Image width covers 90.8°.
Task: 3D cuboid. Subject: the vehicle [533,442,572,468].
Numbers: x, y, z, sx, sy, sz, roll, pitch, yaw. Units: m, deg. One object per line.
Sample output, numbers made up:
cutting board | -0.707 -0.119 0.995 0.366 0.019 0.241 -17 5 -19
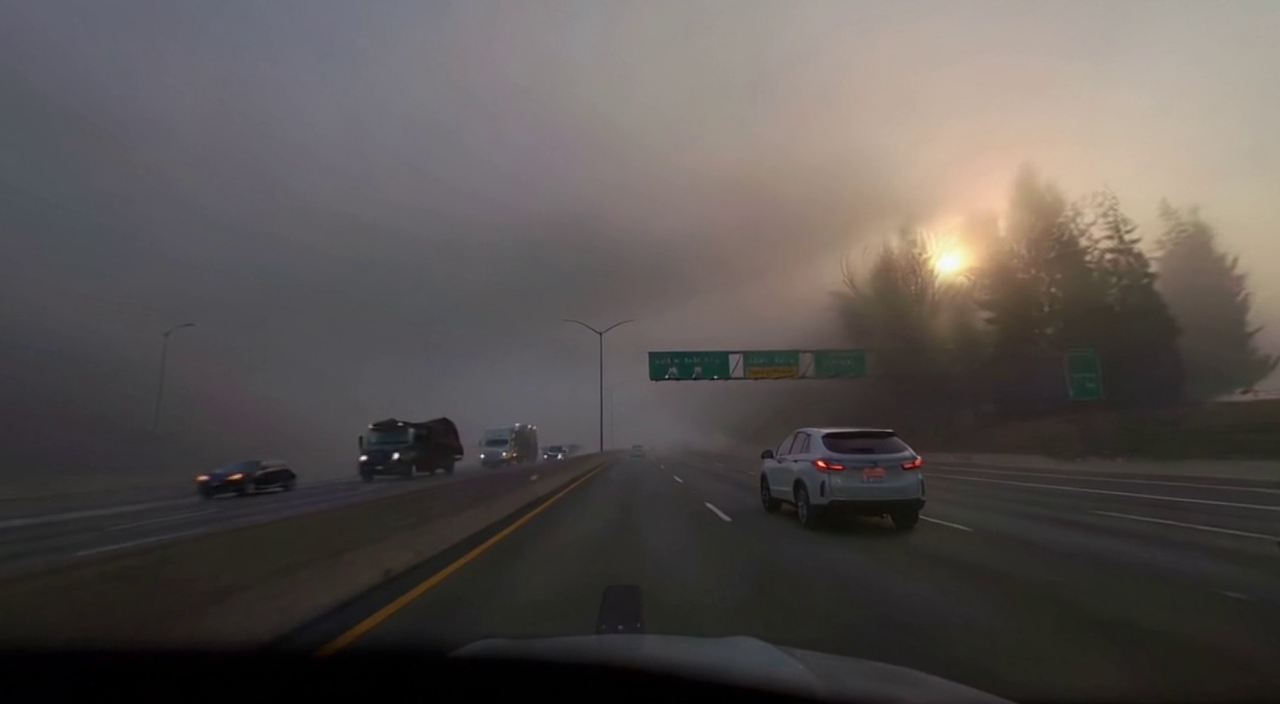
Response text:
vehicle | -6.063 7.210 44.463 2.126 1.715 4.619 0 -8 0

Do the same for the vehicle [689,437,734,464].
vehicle | 5.387 7.540 48.518 2.434 1.869 5.553 0 -9 -3

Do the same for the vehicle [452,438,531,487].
vehicle | -5.638 4.246 24.598 2.037 1.700 4.417 0 -9 -1

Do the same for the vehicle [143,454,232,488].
vehicle | -27.565 7.221 38.708 2.089 1.915 4.627 0 -9 -2

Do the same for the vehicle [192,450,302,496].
vehicle | -16.838 5.162 27.395 1.963 1.786 4.373 0 -8 -1

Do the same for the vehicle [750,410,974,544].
vehicle | 3.240 1.934 10.365 2.059 1.711 4.302 0 -9 -1

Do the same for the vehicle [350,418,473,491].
vehicle | -9.487 4.348 27.118 2.786 2.696 6.461 0 -9 0
